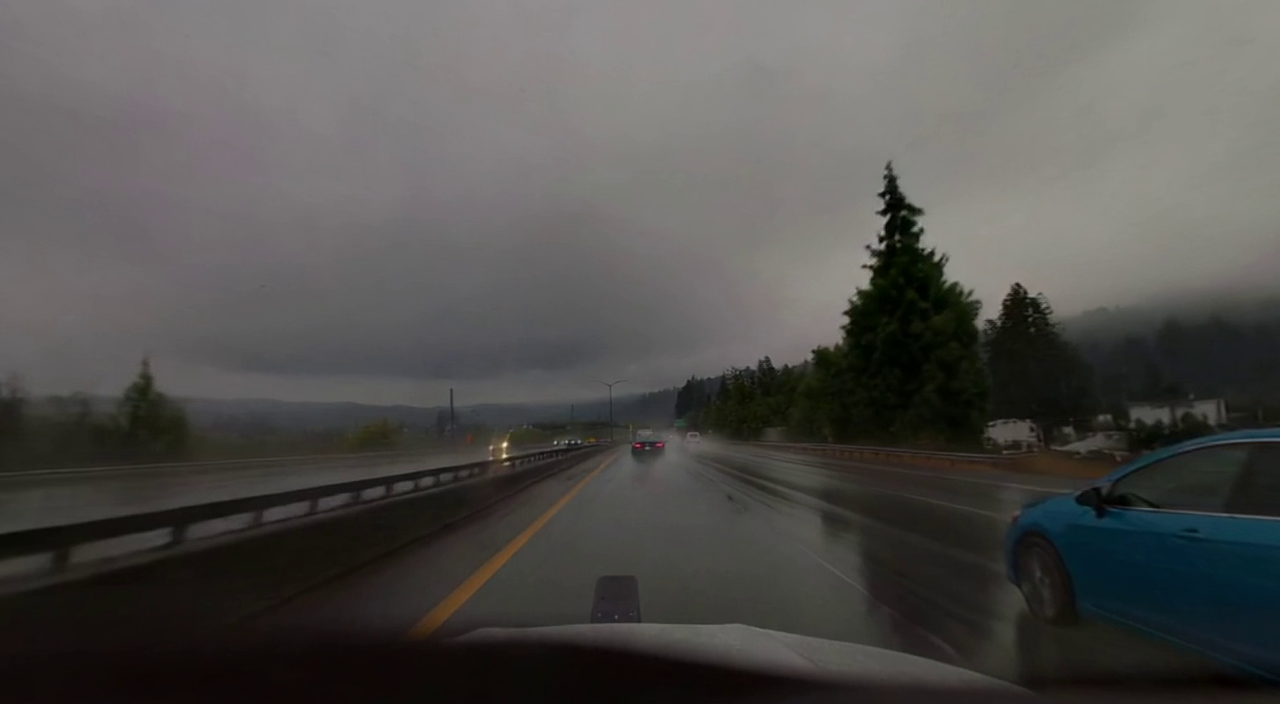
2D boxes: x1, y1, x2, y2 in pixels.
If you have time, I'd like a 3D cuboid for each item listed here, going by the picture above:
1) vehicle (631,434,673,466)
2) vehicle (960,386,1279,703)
[{"bbox_3d":[0.578,5.053,32.723,2.046,1.526,3.903,0,-8,0],"label":"vehicle"},{"bbox_3d":[3.474,0.888,2.555,1.981,1.467,4.459,0,-8,0],"label":"vehicle"}]
